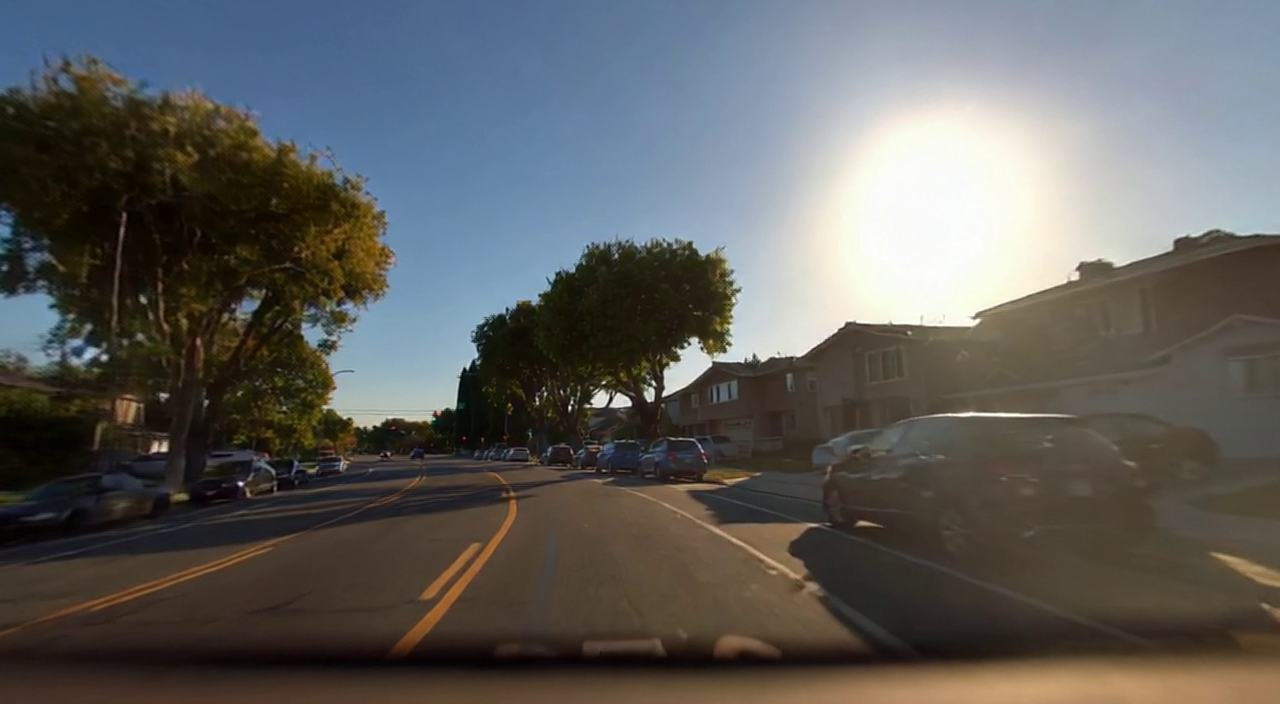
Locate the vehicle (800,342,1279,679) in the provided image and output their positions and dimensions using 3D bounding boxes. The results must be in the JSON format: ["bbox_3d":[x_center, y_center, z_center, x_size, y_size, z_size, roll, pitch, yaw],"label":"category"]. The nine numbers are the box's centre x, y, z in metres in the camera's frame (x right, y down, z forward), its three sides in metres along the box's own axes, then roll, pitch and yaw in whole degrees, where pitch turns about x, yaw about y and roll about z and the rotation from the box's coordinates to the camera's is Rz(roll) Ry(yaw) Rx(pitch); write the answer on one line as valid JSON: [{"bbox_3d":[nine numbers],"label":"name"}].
[{"bbox_3d":[4.305,1.445,7.136,2.402,1.889,6.910,4,-9,-7],"label":"vehicle"}]

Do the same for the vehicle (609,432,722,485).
[{"bbox_3d":[0.799,4.357,25.876,2.723,1.785,7.174,4,-10,-13],"label":"vehicle"}]

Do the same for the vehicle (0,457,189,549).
[{"bbox_3d":[-12.596,3.269,13.999,2.292,1.499,4.661,-5,-7,-9],"label":"vehicle"}]

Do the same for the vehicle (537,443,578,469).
[{"bbox_3d":[-6.414,7.956,48.469,2.348,1.804,5.207,1,-8,-16],"label":"vehicle"}]

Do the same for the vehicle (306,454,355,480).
[{"bbox_3d":[-21.435,7.951,43.743,1.932,1.468,4.305,-5,-7,-12],"label":"vehicle"}]

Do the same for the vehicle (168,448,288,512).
[{"bbox_3d":[-14.687,4.514,22.767,1.992,1.677,4.499,-5,-6,-11],"label":"vehicle"}]
